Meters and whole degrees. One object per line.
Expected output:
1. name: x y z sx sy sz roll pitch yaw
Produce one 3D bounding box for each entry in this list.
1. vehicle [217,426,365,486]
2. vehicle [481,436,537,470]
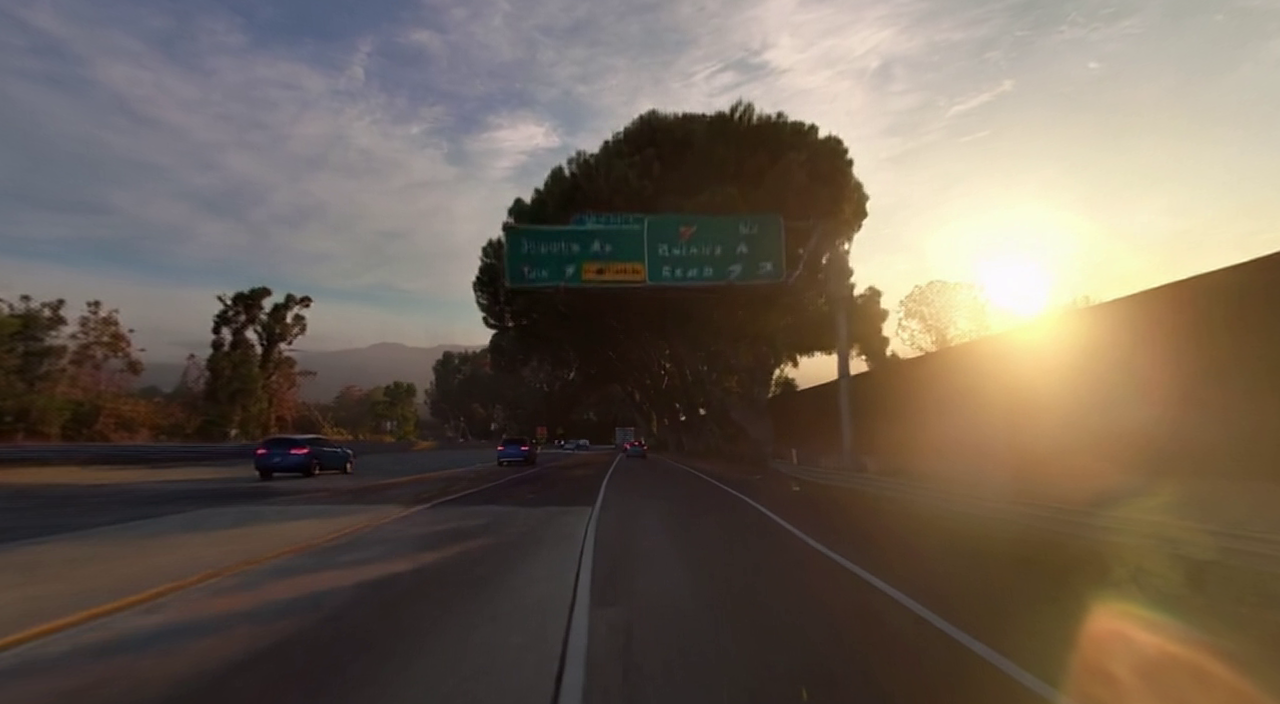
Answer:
1. vehicle: -10.651 3.224 19.719 2.025 1.618 4.683 1 -9 -2
2. vehicle: -7.097 5.517 34.645 2.151 1.707 4.759 1 -9 -2
